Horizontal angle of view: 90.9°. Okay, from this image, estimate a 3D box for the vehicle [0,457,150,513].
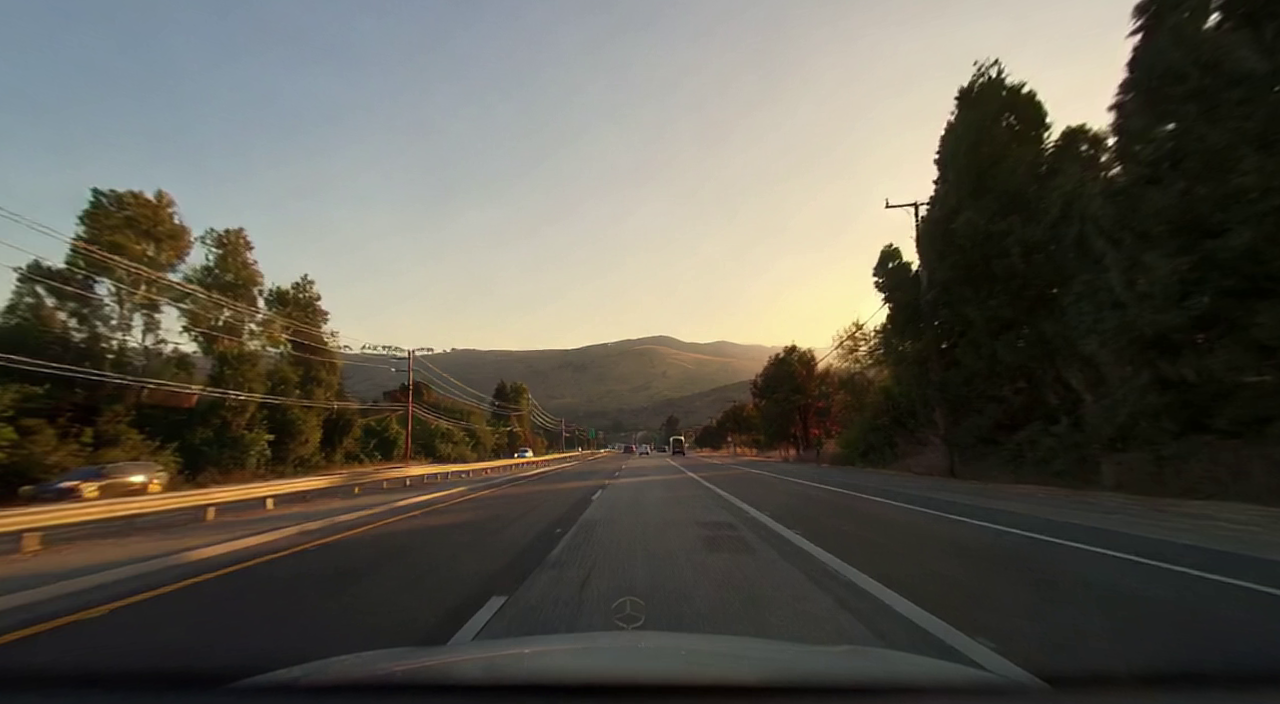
[{"bbox_3d":[-20.334,4.640,22.512,1.944,1.657,4.518,0,-8,1],"label":"vehicle"}]
